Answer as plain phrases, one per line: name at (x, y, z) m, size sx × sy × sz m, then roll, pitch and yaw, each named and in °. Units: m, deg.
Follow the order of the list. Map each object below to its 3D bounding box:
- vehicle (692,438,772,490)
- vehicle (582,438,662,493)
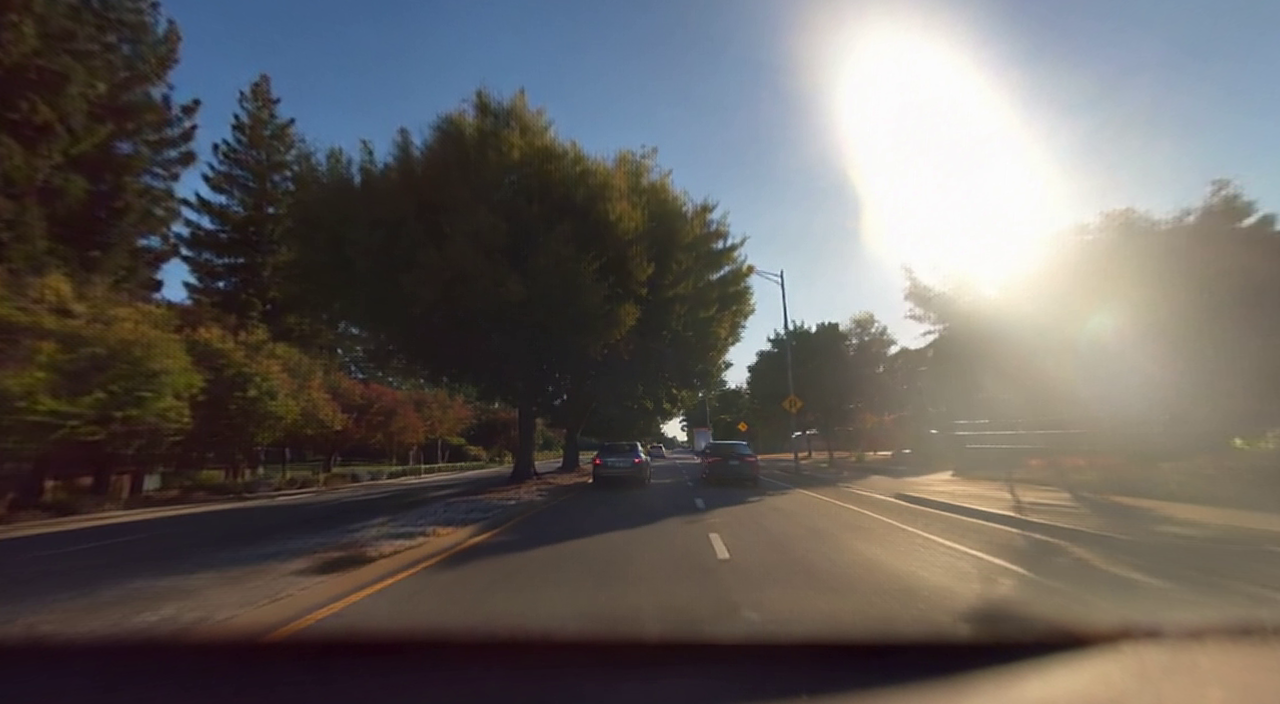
vehicle at (2.828, 3.532, 20.208) m, size 2.065 × 1.456 × 4.099 m, roll 0°, pitch -8°, yaw 2°
vehicle at (-0.416, 3.379, 19.166) m, size 2.030 × 1.467 × 4.403 m, roll -1°, pitch -8°, yaw 3°
